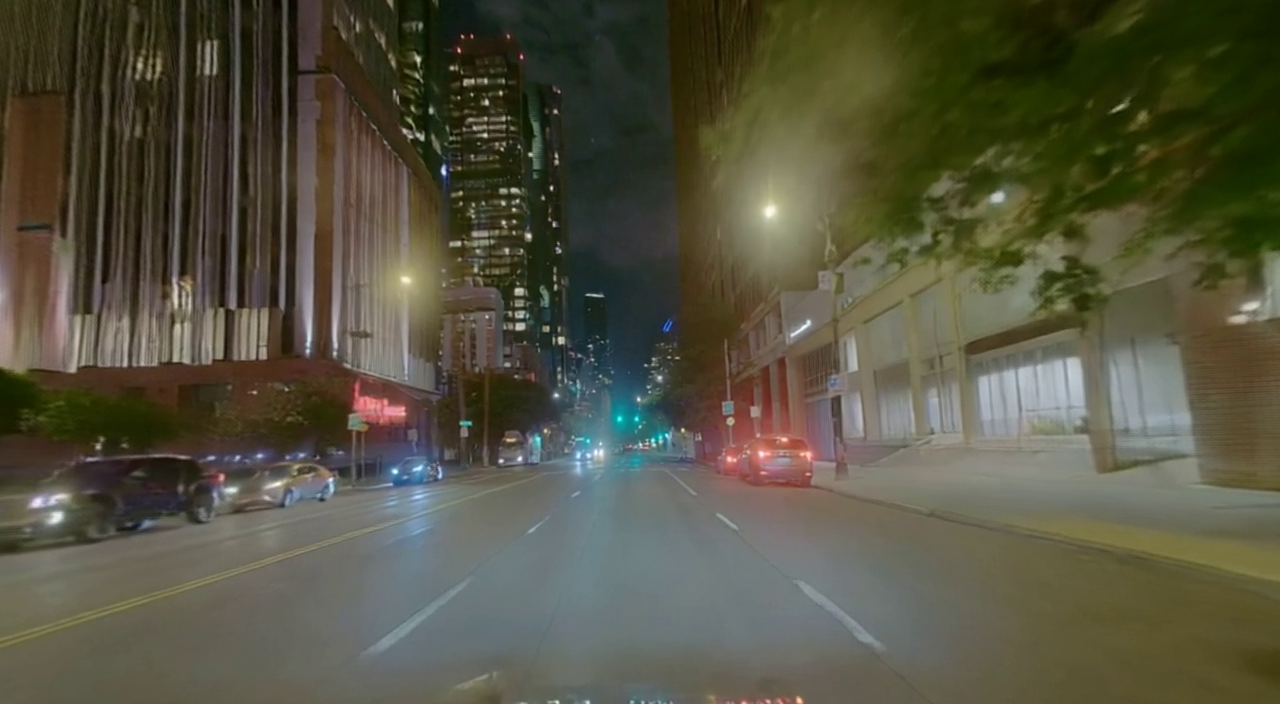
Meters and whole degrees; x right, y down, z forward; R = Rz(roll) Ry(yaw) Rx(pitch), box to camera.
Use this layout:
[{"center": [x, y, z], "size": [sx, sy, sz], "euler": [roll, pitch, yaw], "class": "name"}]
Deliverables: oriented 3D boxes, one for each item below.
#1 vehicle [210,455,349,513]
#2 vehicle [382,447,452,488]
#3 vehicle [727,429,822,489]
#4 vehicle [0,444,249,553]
[{"center": [-11.340, 4.151, 20.300], "size": [2.007, 1.511, 4.280], "euler": [-4, -9, 0], "class": "vehicle"}, {"center": [-11.221, 5.820, 32.159], "size": [2.039, 1.770, 4.445], "euler": [-3, -9, -1], "class": "vehicle"}, {"center": [4.681, 3.808, 22.957], "size": [2.237, 1.908, 5.320], "euler": [0, -8, -1], "class": "vehicle"}, {"center": [-11.294, 3.030, 13.985], "size": [1.970, 1.828, 5.519], "euler": [-3, -8, -2], "class": "vehicle"}]
